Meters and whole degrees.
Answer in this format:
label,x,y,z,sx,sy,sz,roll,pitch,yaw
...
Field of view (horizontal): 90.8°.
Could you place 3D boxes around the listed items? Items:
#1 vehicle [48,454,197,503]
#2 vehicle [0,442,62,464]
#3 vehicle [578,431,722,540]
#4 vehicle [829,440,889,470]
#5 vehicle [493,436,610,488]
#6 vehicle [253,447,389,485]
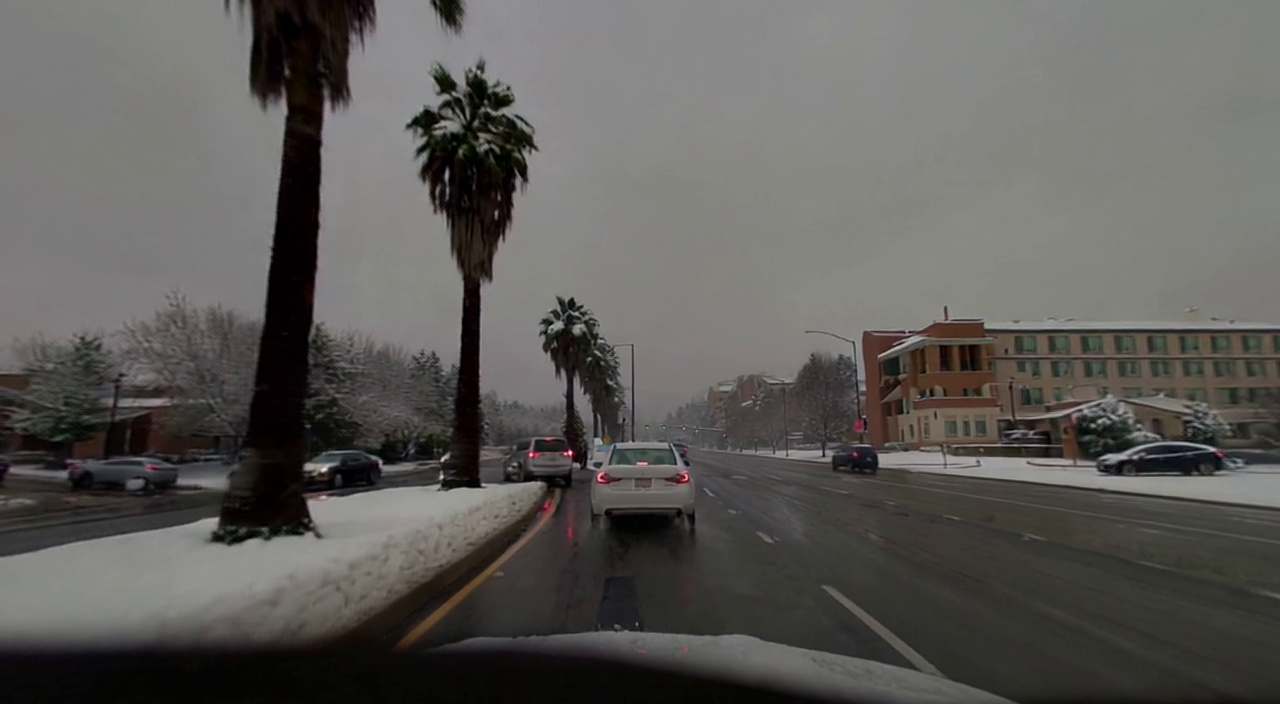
label,x,y,z,sx,sy,sz,roll,pitch,yaw
vehicle,-17.385,4.191,21.262,4.071,1.442,1.948,-3,-9,20
vehicle,-43.026,6.896,43.372,1.748,1.449,4.502,-4,-10,26
vehicle,0.070,2.171,10.947,1.986,1.473,4.382,0,-9,-2
vehicle,14.079,6.646,40.932,2.131,1.832,5.203,0,-9,1
vehicle,-3.092,3.643,21.279,2.095,1.552,4.457,6,-10,-34
vehicle,-13.157,4.699,26.188,4.585,1.479,2.088,-2,-9,10
